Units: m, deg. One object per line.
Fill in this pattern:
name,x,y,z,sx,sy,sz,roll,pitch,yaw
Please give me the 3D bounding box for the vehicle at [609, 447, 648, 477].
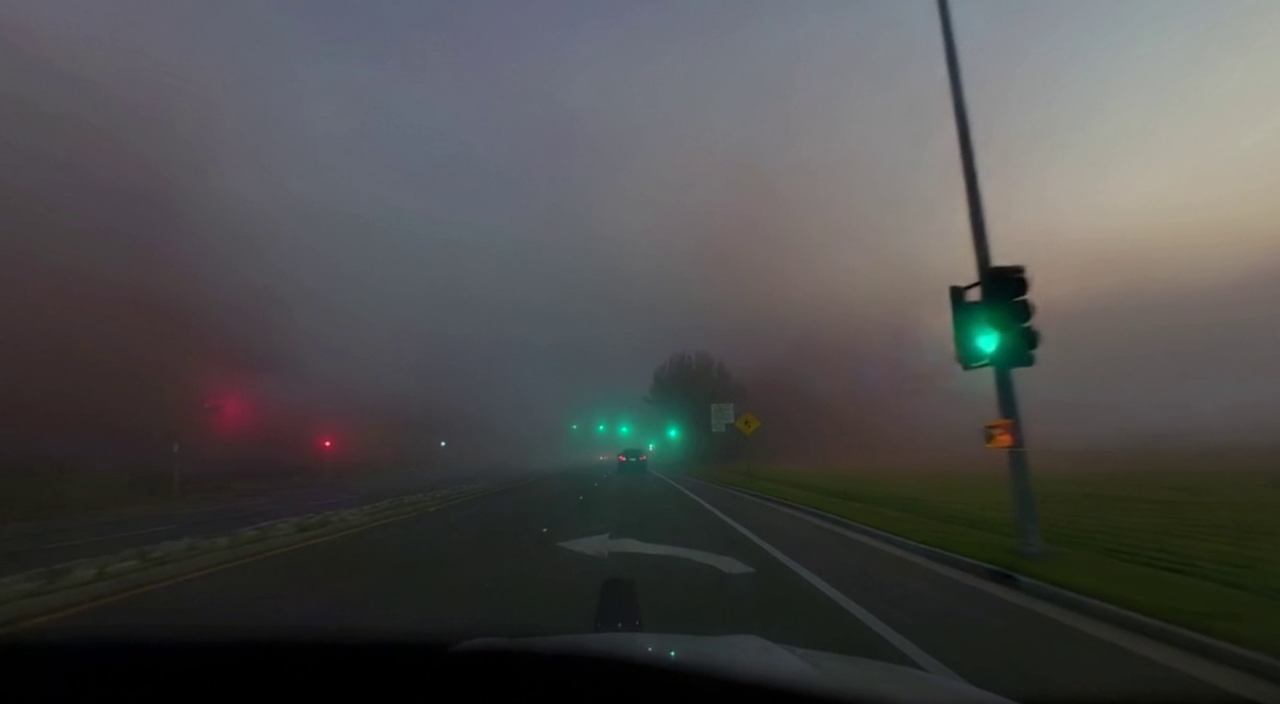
vehicle,-0.630,5.833,33.543,1.954,1.469,3.465,0,-9,-2
